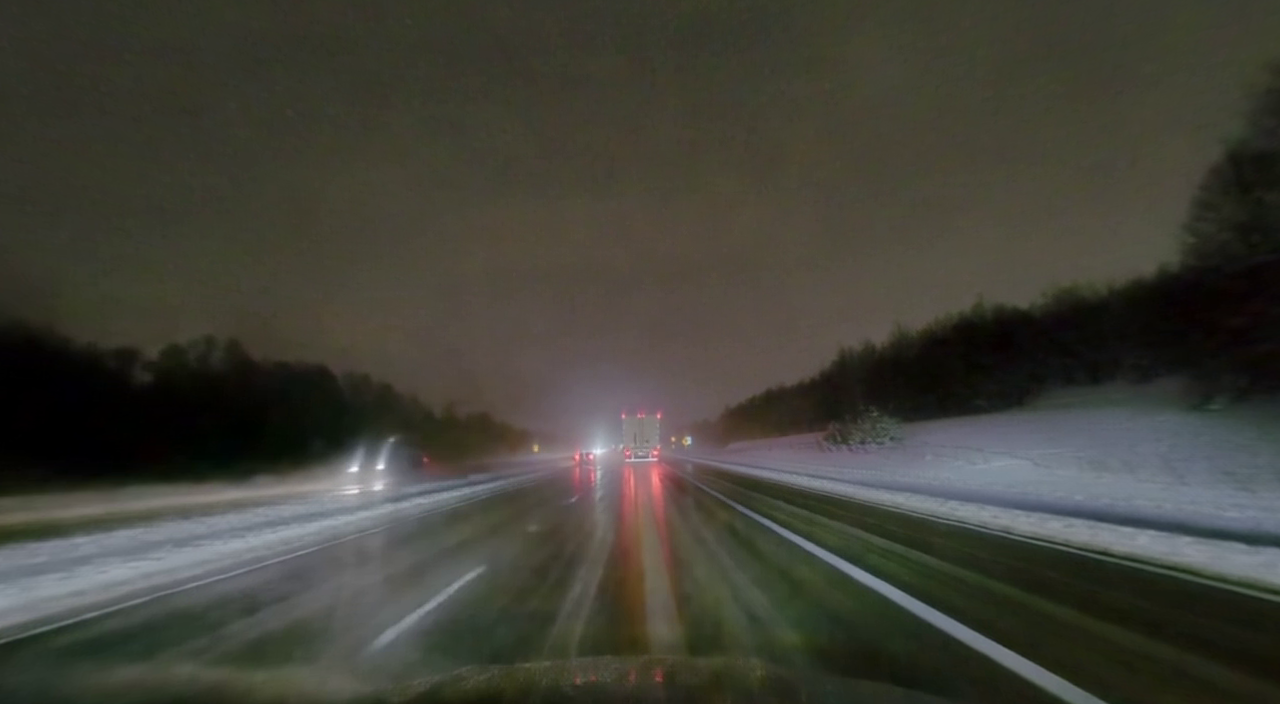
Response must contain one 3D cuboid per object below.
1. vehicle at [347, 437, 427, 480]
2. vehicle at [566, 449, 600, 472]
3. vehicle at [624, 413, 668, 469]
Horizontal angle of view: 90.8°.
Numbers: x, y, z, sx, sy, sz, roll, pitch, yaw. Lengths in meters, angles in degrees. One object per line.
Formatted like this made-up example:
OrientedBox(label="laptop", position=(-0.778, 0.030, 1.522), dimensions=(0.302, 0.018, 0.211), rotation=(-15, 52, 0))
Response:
OrientedBox(label="vehicle", position=(-16.152, 6.824, 40.821), dimensions=(2.236, 2.527, 6.874), rotation=(0, -9, 0))
OrientedBox(label="vehicle", position=(-4.056, 7.806, 45.654), dimensions=(2.053, 1.523, 4.450), rotation=(0, -9, 0))
OrientedBox(label="vehicle", position=(0.271, 6.874, 48.328), dimensions=(2.864, 3.805, 9.500), rotation=(0, -9, -2))
